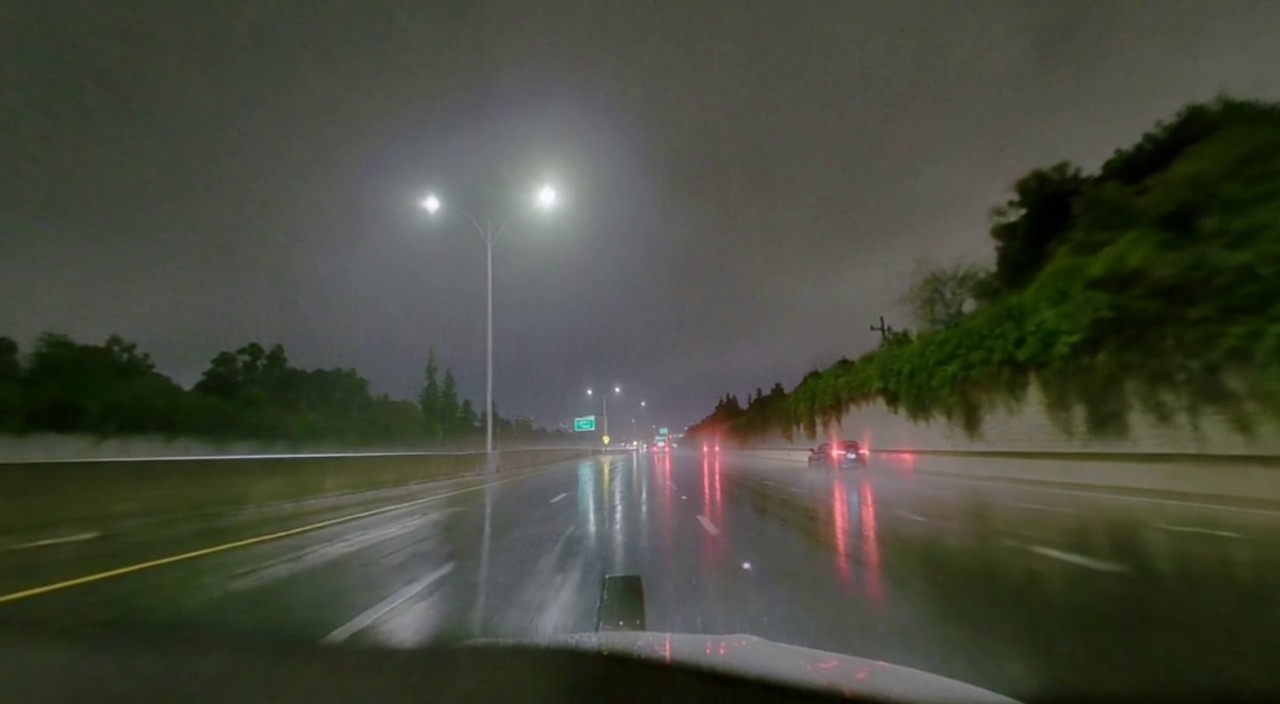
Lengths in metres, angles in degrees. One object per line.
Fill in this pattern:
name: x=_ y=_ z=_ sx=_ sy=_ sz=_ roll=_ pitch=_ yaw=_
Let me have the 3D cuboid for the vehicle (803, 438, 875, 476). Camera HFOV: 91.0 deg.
vehicle: x=10.100 y=5.362 z=32.365 sx=2.167 sy=1.781 sz=4.340 roll=0 pitch=-9 yaw=-1
